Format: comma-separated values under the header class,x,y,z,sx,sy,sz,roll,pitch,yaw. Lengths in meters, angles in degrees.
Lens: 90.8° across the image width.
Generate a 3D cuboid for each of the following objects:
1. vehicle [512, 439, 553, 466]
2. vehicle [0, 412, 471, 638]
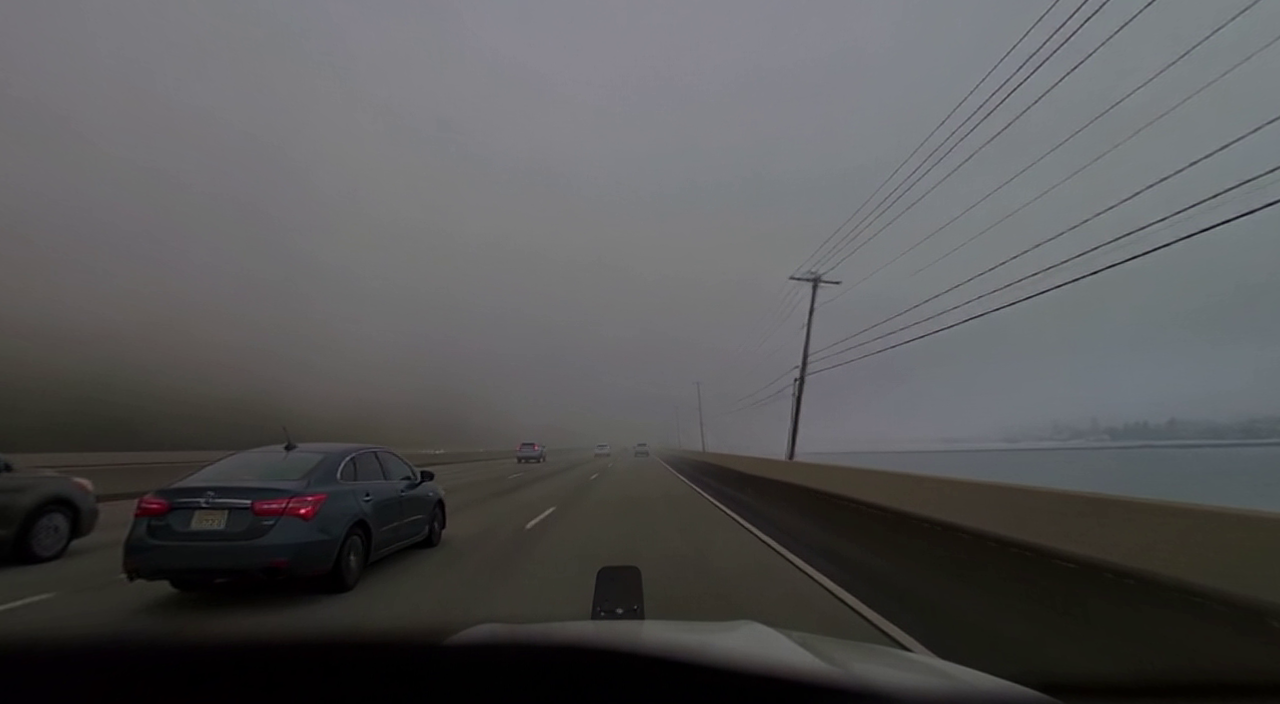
class,x,y,z,sx,sy,sz,roll,pitch,yaw
vehicle,-7.409,6.989,44.013,2.050,1.717,4.418,0,-8,0
vehicle,-3.390,1.496,6.525,2.015,1.501,4.454,0,-8,0
